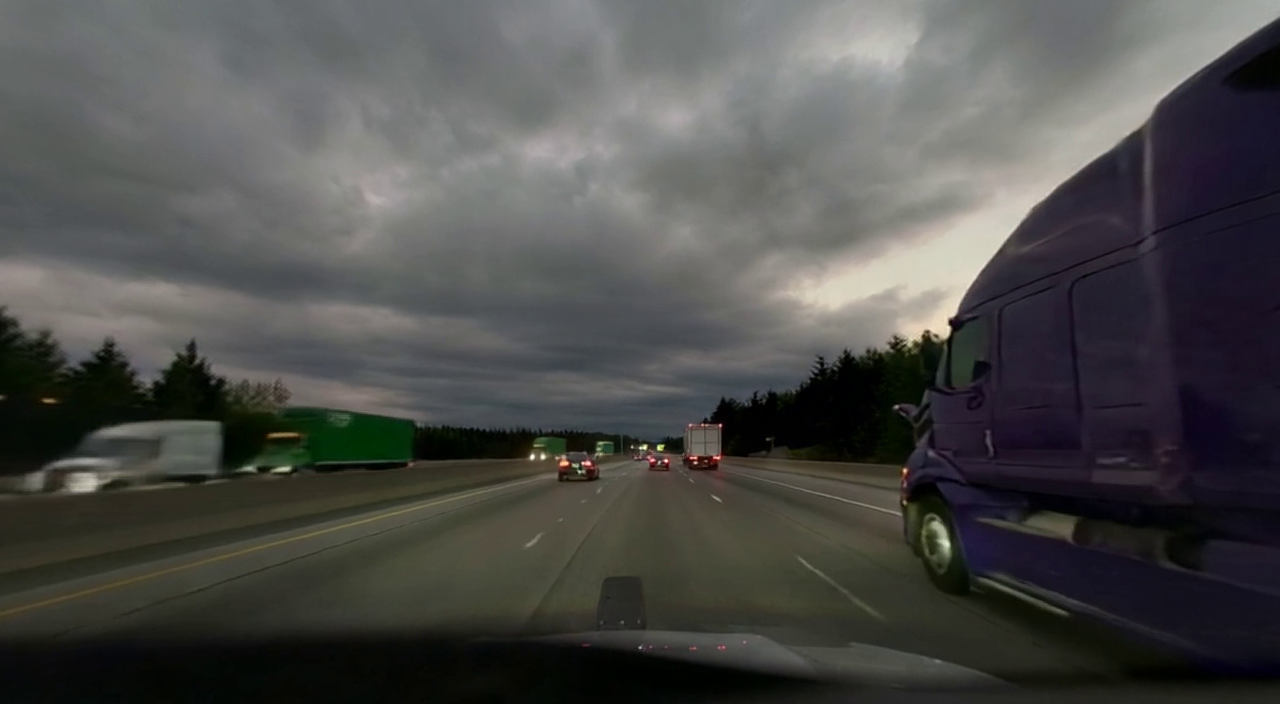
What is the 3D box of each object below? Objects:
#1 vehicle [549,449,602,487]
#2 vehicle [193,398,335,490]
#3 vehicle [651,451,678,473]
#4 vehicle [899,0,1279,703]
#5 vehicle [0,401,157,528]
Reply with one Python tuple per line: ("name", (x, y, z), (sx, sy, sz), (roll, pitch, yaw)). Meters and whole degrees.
("vehicle", (-2.835, 5.205, 28.647), (1.960, 1.579, 4.384), (0, -9, 0))
("vehicle", (-17.995, 4.507, 30.780), (2.983, 4.017, 5.930), (0, -9, 1))
("vehicle", (1.782, 8.242, 47.524), (1.957, 1.541, 4.099), (0, -9, 1))
("vehicle", (4.454, 0.051, 3.960), (3.020, 3.962, 5.781), (0, -9, 0))
("vehicle", (-14.670, 2.574, 14.536), (2.210, 2.679, 5.840), (0, -9, 2))
